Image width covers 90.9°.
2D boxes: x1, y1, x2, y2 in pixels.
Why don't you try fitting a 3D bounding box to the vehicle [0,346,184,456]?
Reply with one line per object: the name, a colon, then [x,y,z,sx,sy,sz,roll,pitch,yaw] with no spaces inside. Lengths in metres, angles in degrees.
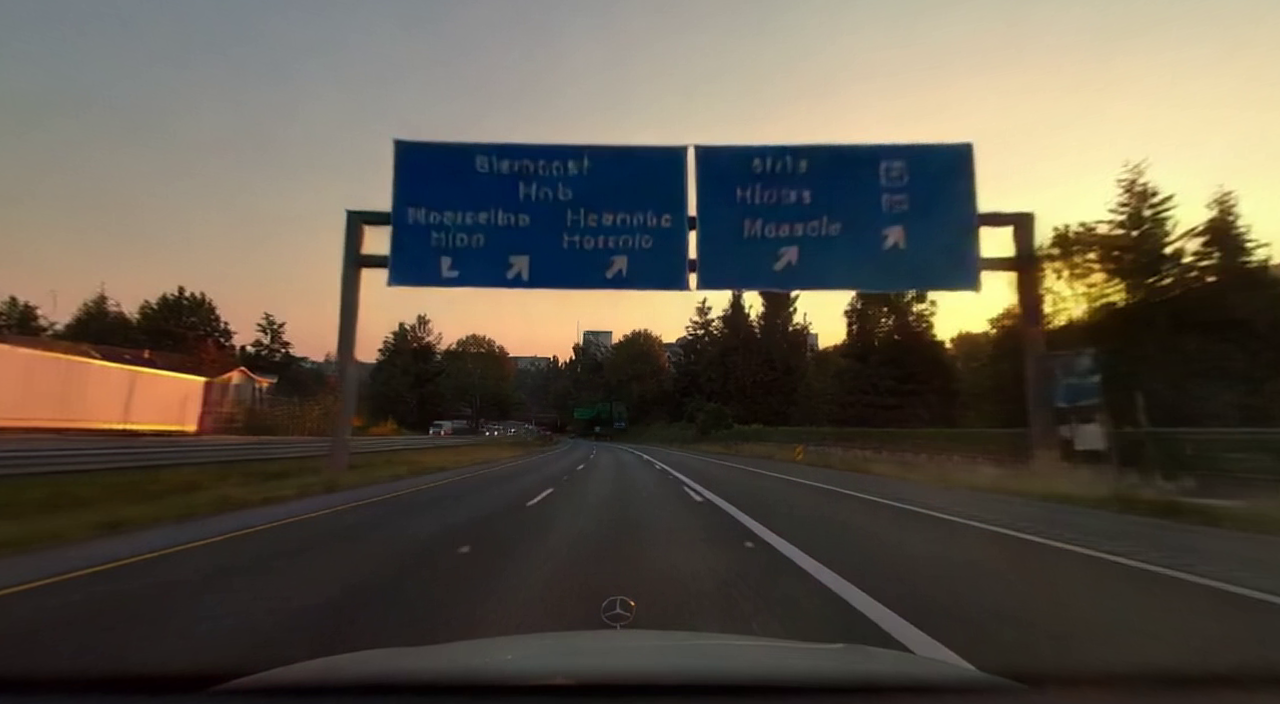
vehicle: [-25.598,2.237,26.529,2.895,4.066,14.108,0,-8,-3]
